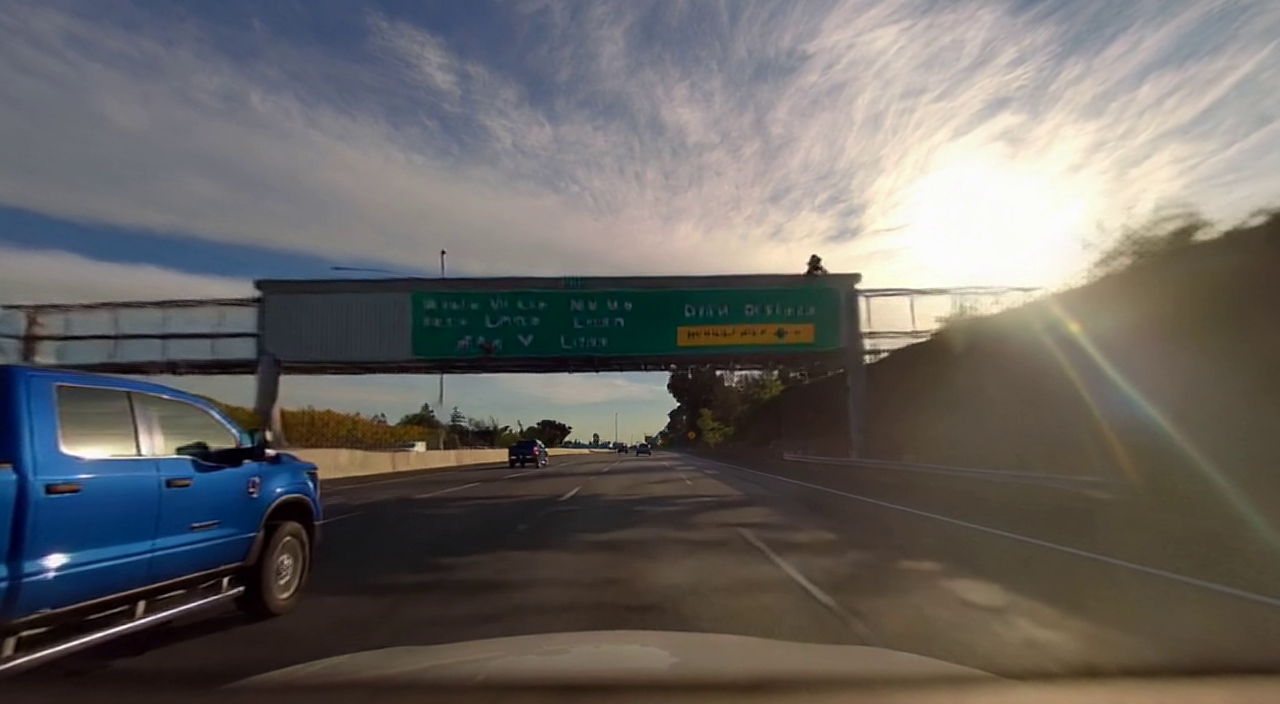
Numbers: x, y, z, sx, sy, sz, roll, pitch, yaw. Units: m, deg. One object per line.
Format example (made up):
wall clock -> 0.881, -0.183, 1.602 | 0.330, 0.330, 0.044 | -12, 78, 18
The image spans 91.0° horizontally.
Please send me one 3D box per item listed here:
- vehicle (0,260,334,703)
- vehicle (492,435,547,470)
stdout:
vehicle -> -3.727, 0.580, 2.051 | 2.339, 2.004, 6.171 | 0, -9, 0
vehicle -> -7.172, 6.030, 38.023 | 2.260, 1.917, 5.499 | 0, -9, 0
